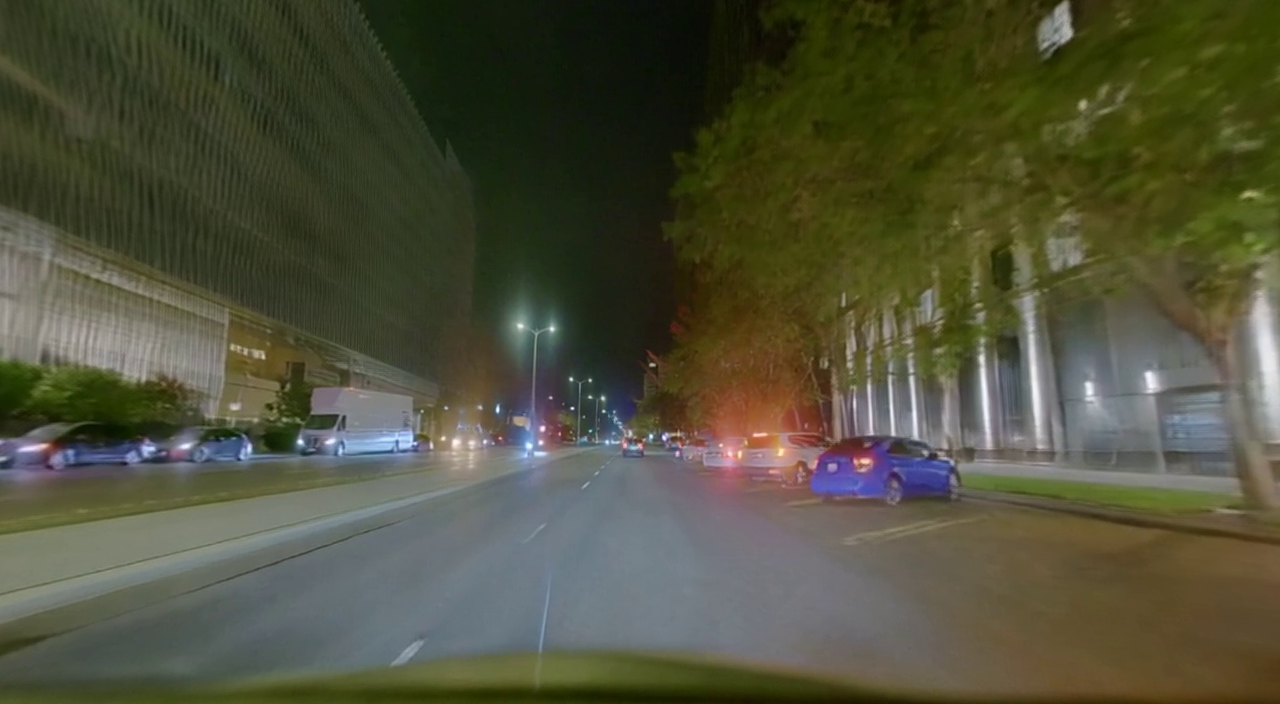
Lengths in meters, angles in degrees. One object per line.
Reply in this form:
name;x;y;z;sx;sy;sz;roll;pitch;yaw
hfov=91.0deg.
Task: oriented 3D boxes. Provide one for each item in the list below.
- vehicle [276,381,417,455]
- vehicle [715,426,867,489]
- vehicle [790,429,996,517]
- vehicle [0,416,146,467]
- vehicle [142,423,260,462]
vehicle;-19.101;4.742;42.688;3.054;4.140;14.110;-1;-8;-1
vehicle;4.611;3.099;18.946;4.585;1.660;1.969;6;-10;-37
vehicle;5.063;2.265;12.384;4.275;1.428;1.774;6;-10;-38
vehicle;-19.018;3.011;21.189;1.792;1.554;3.682;0;-8;-2
vehicle;-18.770;3.915;27.211;1.909;1.518;4.459;-1;-8;0
